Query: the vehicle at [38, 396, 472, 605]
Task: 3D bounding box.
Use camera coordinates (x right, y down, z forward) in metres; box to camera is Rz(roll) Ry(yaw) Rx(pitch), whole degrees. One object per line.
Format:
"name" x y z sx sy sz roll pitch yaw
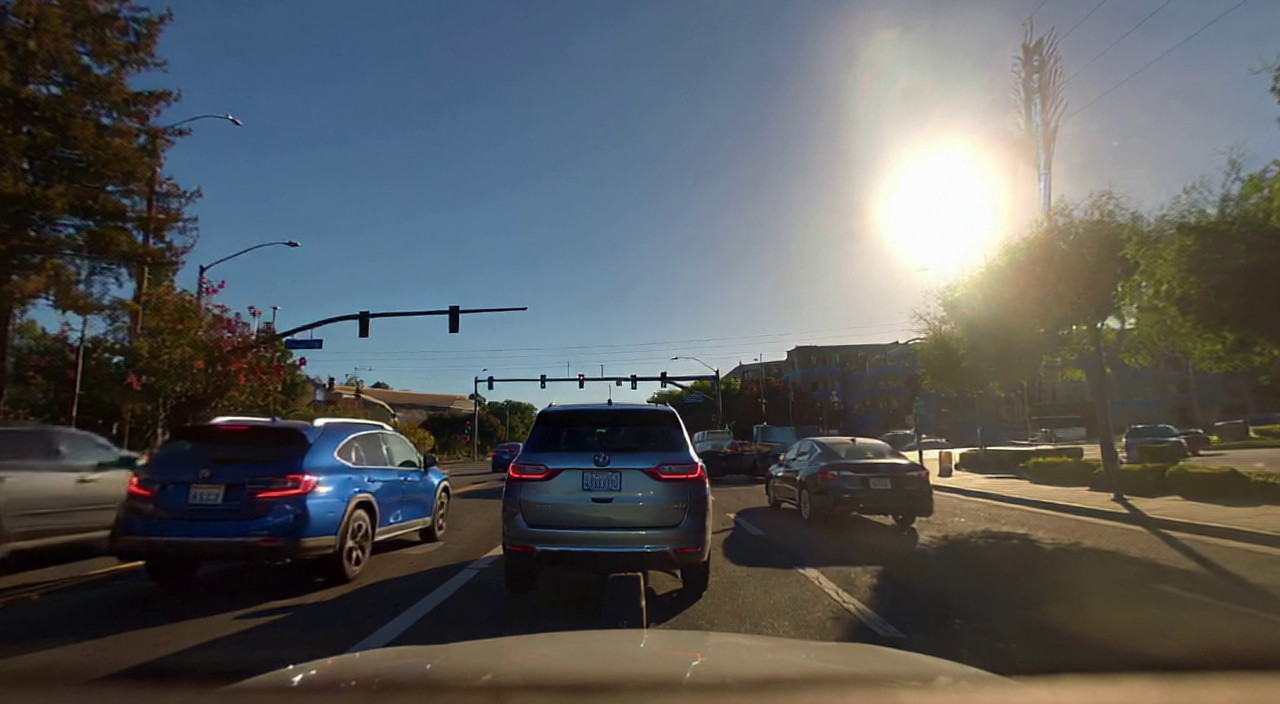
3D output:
"vehicle" -3.721 1.531 7.424 2.160 1.666 4.583 0 -8 0

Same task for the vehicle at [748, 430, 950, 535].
"vehicle" 3.376 2.200 11.228 2.121 1.494 4.208 0 -8 0

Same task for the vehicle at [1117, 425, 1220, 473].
"vehicle" 19.306 3.513 22.974 4.215 1.578 1.892 7 -11 -38

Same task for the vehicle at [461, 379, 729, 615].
"vehicle" -0.360 1.437 7.105 2.064 1.817 4.298 0 -8 0
